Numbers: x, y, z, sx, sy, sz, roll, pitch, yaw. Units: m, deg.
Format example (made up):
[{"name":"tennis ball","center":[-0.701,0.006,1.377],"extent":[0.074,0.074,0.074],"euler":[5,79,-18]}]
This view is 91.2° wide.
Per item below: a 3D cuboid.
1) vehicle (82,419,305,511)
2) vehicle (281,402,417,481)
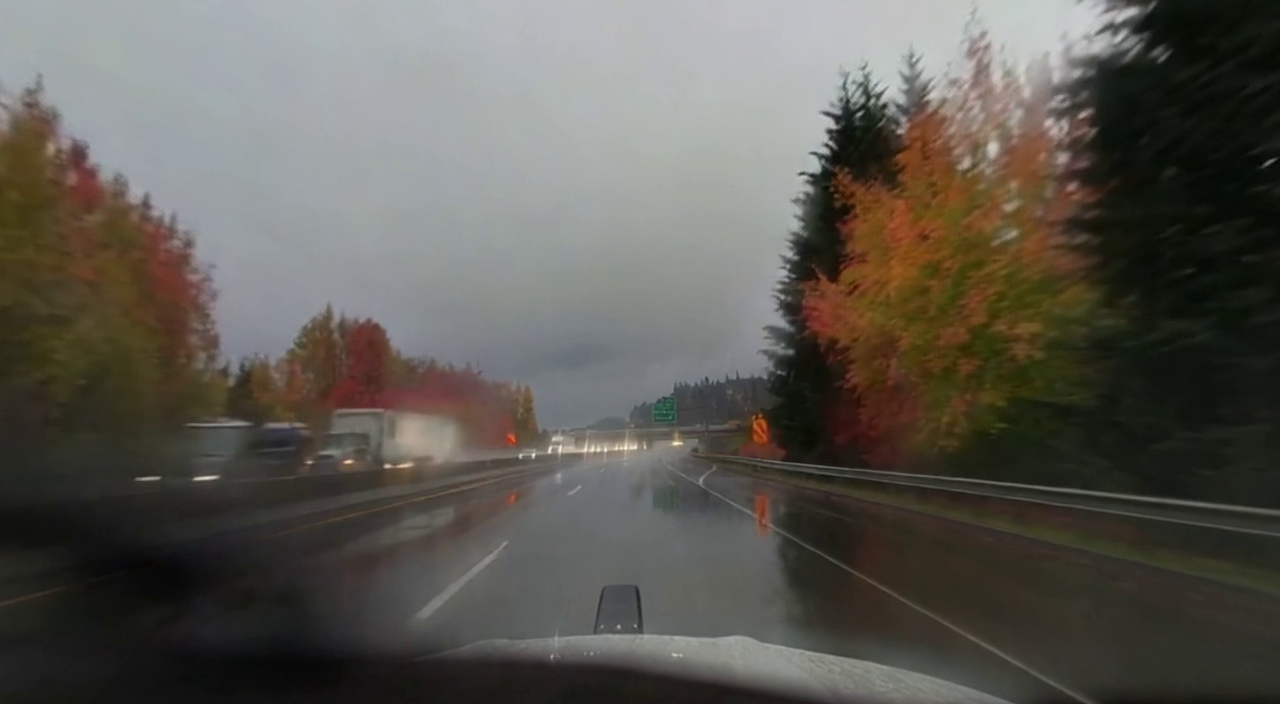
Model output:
[{"name":"vehicle","center":[-13.415,3.449,19.618],"extent":[2.440,2.384,6.087],"euler":[-1,-9,0]},{"name":"vehicle","center":[-17.063,5.487,38.020],"extent":[3.153,4.035,10.671],"euler":[-1,-9,0]}]
